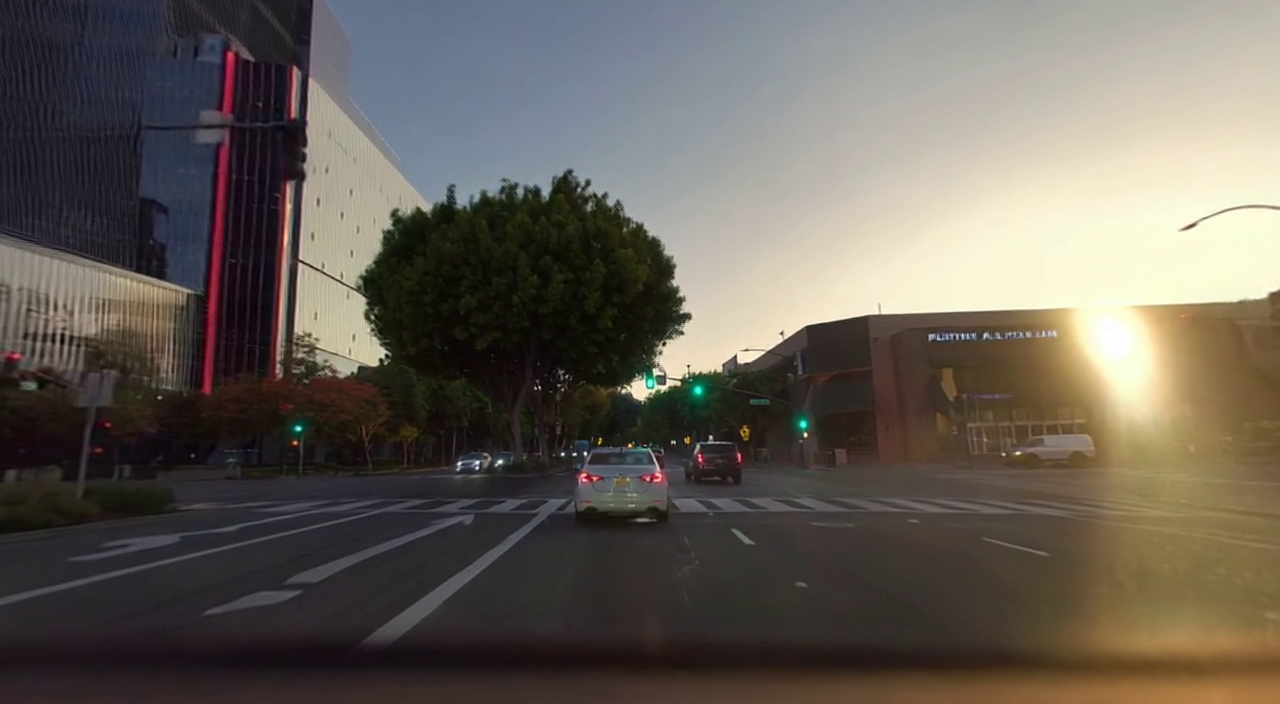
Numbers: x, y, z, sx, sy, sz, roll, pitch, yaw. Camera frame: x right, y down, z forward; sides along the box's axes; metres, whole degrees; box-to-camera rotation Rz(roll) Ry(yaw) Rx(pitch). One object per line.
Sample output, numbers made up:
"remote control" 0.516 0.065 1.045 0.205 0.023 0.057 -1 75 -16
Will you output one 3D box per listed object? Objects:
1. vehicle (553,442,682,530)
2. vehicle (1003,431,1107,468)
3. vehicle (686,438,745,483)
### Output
"vehicle" -0.419 2.539 12.616 2.144 1.398 3.963 1 -8 -1
"vehicle" 24.019 5.682 36.688 4.384 2.000 2.345 1 -10 -4
"vehicle" 3.274 4.777 28.152 2.078 1.799 4.089 1 -8 -1
